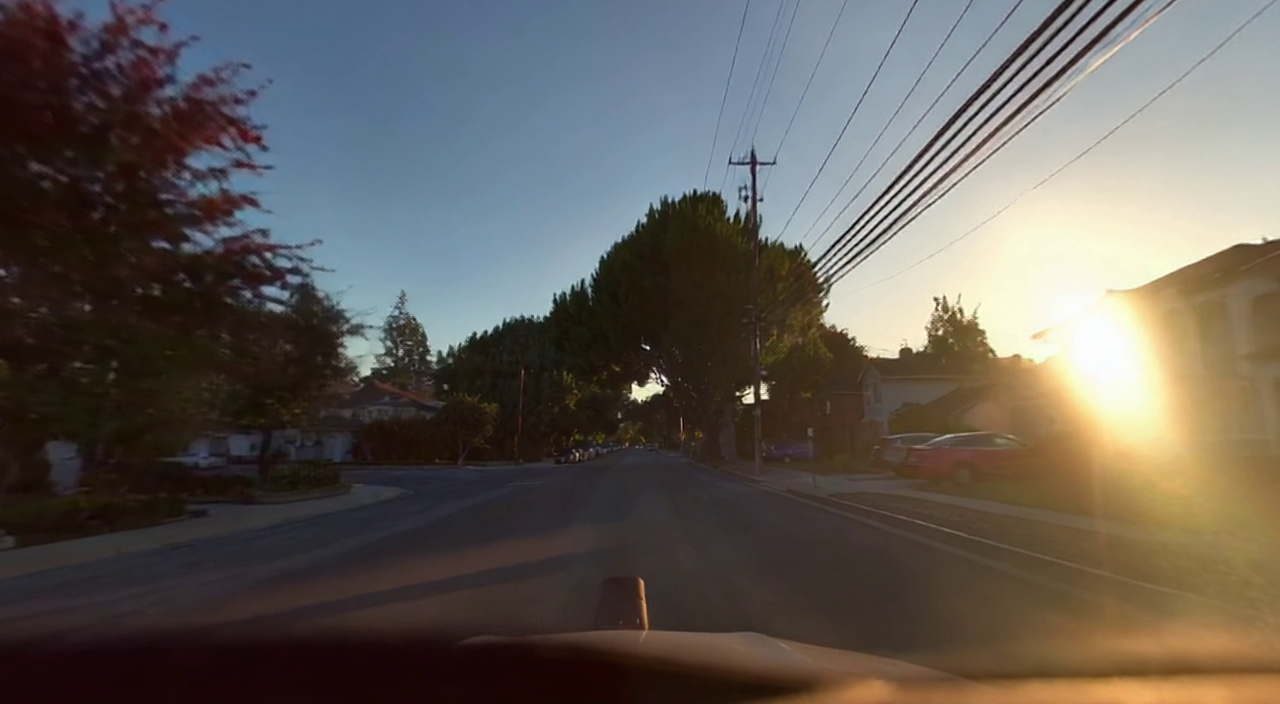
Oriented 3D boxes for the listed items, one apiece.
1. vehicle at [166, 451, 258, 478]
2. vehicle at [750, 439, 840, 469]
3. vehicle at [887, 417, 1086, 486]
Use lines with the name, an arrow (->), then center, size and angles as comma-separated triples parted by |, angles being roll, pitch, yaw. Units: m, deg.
vehicle -> -27.102, 7.132, 40.119 | 4.360, 1.582, 1.920 | 0, -8, -2
vehicle -> 9.330, 6.155, 38.273 | 4.846, 1.577, 2.146 | -2, -8, 0
vehicle -> 10.234, 2.981, 19.011 | 4.686, 1.786, 2.019 | -3, -8, 5
